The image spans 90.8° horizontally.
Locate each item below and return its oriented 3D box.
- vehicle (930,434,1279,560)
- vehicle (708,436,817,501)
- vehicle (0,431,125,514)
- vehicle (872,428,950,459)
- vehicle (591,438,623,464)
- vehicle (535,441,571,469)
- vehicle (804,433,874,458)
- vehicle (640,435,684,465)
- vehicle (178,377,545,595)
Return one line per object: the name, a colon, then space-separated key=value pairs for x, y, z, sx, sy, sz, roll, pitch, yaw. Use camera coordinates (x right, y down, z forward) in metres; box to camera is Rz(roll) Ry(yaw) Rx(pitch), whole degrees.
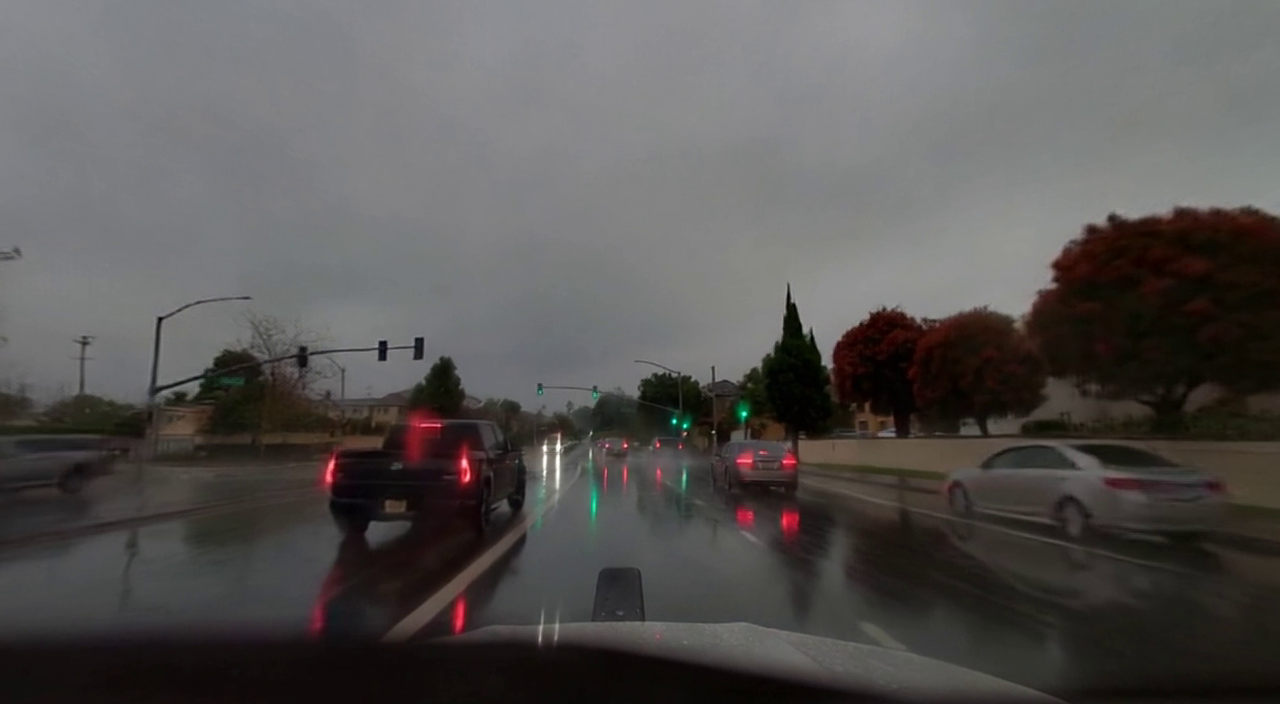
vehicle: x=6.707 y=2.050 z=9.830 sx=1.989 sy=1.459 sz=4.700 roll=0 pitch=-8 yaw=-3
vehicle: x=3.092 y=3.021 z=16.837 sx=1.870 sy=1.491 sz=4.009 roll=0 pitch=-8 yaw=-3
vehicle: x=-16.699 y=3.099 z=16.515 sx=2.292 sy=1.990 sz=5.714 roll=1 pitch=-8 yaw=-8
vehicle: x=16.256 y=5.527 z=38.200 sx=2.058 sy=1.766 sz=4.563 roll=1 pitch=-8 yaw=-10
vehicle: x=-2.539 y=7.432 z=47.647 sx=2.164 sy=1.867 sz=4.254 roll=1 pitch=-8 yaw=-6
vehicle: x=-5.049 y=6.031 z=37.127 sx=1.864 sy=1.505 sz=4.202 roll=1 pitch=-8 yaw=-5
vehicle: x=15.468 y=7.256 z=49.200 sx=4.691 sy=1.626 sz=1.943 roll=-1 pitch=-7 yaw=-10
vehicle: x=1.413 y=6.796 z=43.894 sx=2.391 sy=1.960 sz=5.600 roll=1 pitch=-8 yaw=-5
vehicle: x=-2.976 y=1.660 z=8.920 sx=2.354 sy=1.948 sz=6.355 roll=0 pitch=-8 yaw=-1
